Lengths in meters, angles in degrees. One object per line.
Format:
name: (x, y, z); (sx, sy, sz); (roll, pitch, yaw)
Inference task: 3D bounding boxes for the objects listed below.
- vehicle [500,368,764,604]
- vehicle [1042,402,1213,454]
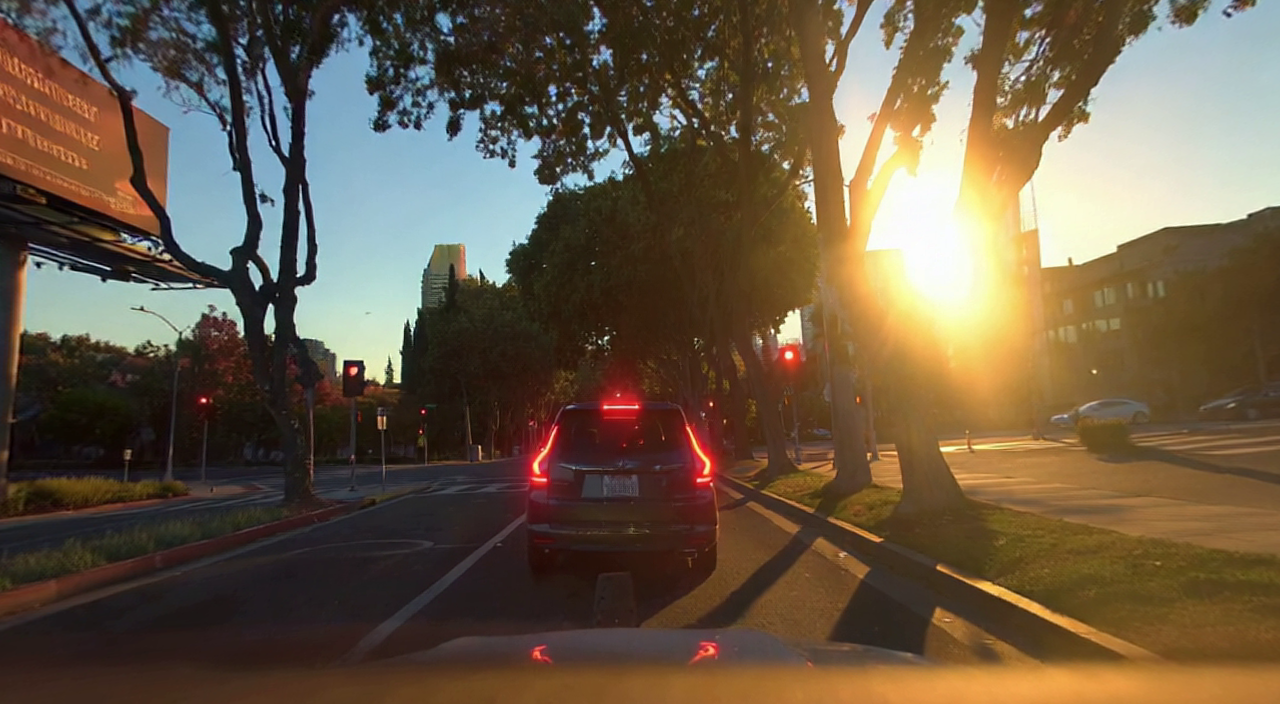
vehicle: (-0.065, 1.362, 7.135); (2.142, 1.904, 3.816); (-1, -8, 0)
vehicle: (15.266, 2.447, 19.947); (3.750, 1.502, 1.781); (-2, -8, 13)
